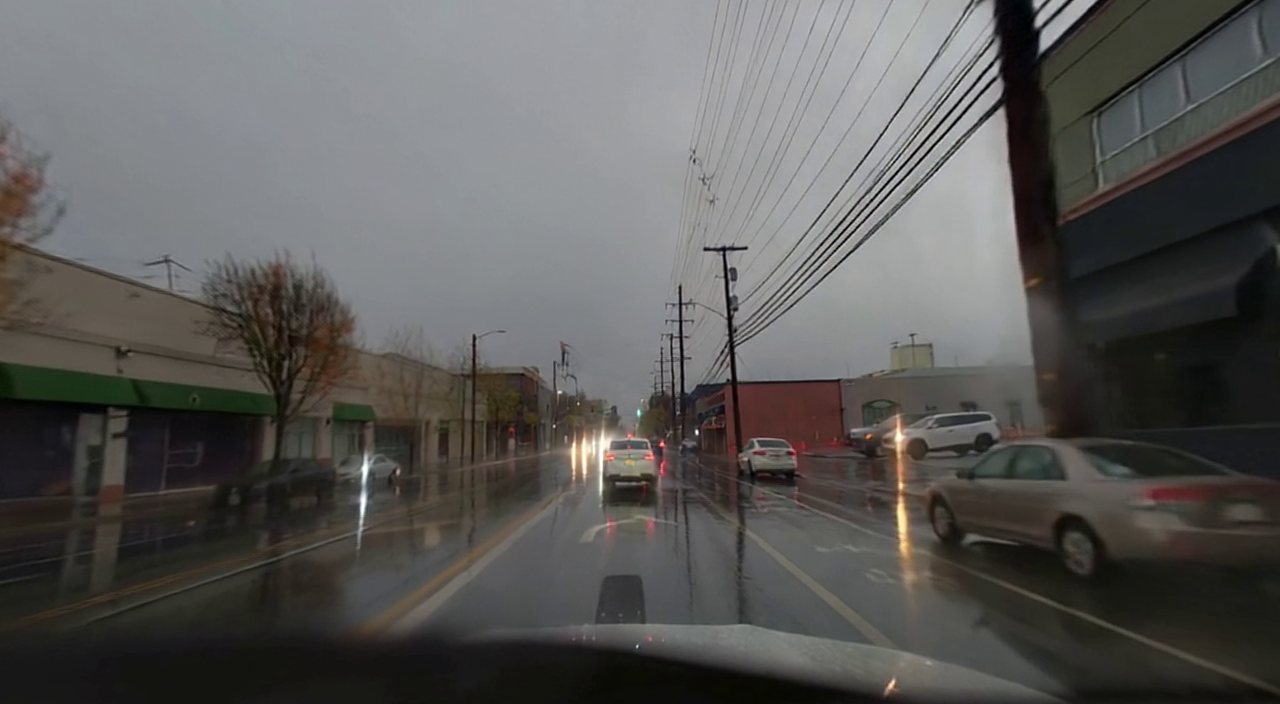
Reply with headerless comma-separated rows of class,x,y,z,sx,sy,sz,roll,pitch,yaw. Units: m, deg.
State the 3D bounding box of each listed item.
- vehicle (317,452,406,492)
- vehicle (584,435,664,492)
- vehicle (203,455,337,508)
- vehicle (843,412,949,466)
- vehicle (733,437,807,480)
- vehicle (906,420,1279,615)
vehicle,-11.637,5.009,26.739,1.817,1.480,4.282,0,-8,0
vehicle,-0.445,3.259,18.804,2.116,1.479,3.980,0,-8,-1
vehicle,-11.798,4.127,20.566,1.828,1.457,4.371,0,-8,-2
vehicle,11.103,3.843,28.023,2.329,2.145,5.841,0,-8,1
vehicle,5.112,4.253,25.508,1.937,1.523,4.541,0,-8,-1
vehicle,5.072,1.595,7.170,1.987,1.459,4.677,0,-8,-1
